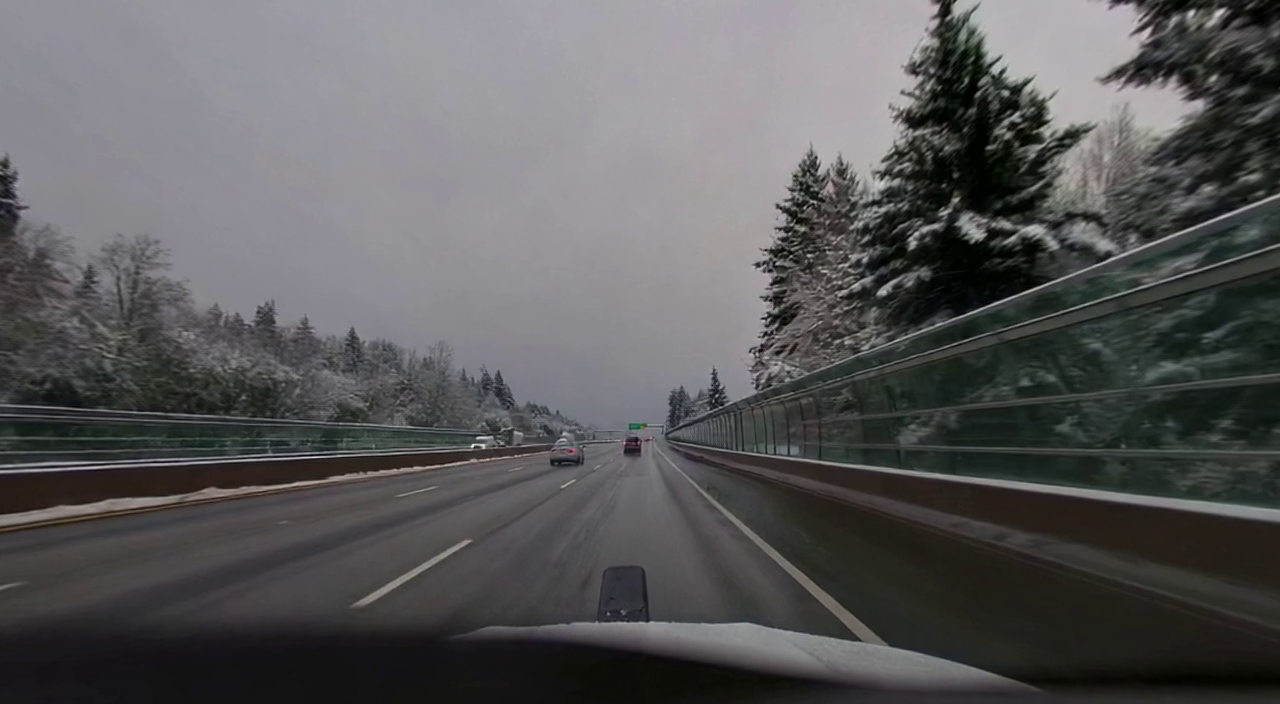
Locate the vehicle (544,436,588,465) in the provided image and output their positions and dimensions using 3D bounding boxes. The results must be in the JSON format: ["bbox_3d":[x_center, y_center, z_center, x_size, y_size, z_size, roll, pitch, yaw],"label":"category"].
[{"bbox_3d":[-4.224,5.726,36.547,2.063,1.598,4.189,0,-8,0],"label":"vehicle"}]
